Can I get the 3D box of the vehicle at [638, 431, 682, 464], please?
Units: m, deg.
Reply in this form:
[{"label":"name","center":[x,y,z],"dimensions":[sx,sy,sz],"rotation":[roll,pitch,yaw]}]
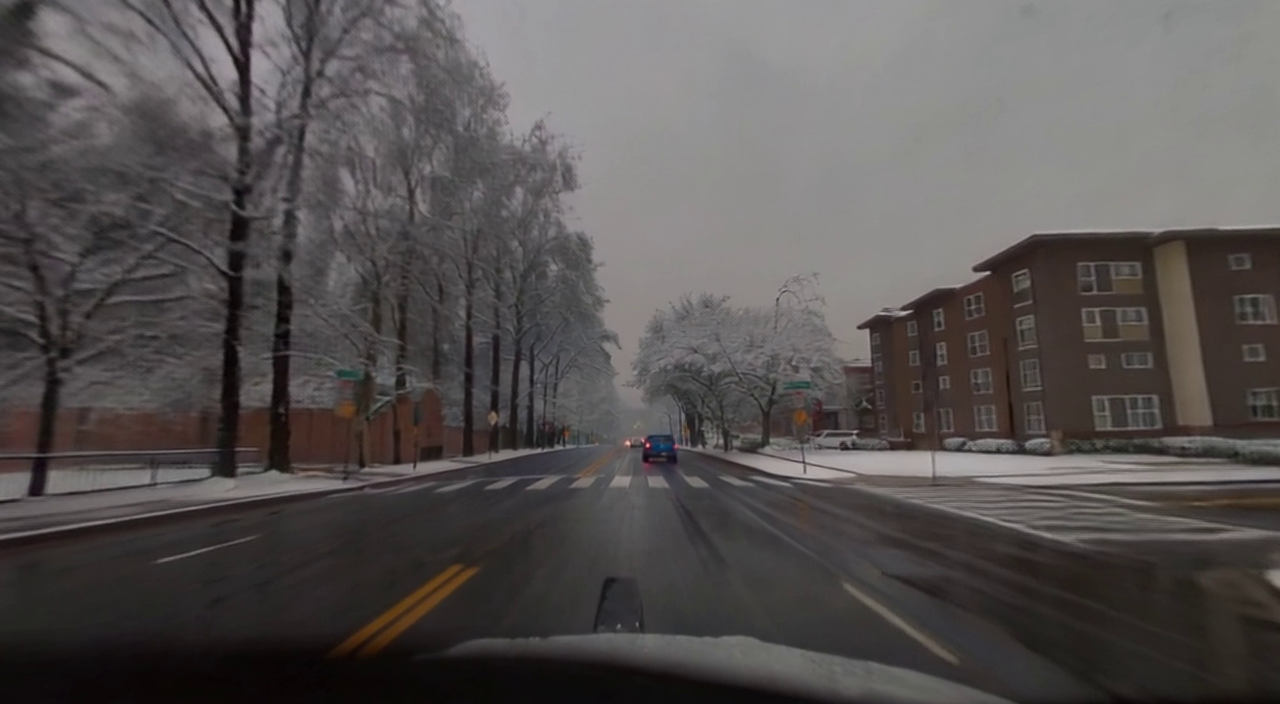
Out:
[{"label":"vehicle","center":[1.051,5.312,34.987],"dimensions":[1.981,1.703,3.691],"rotation":[1,-8,-5]}]
